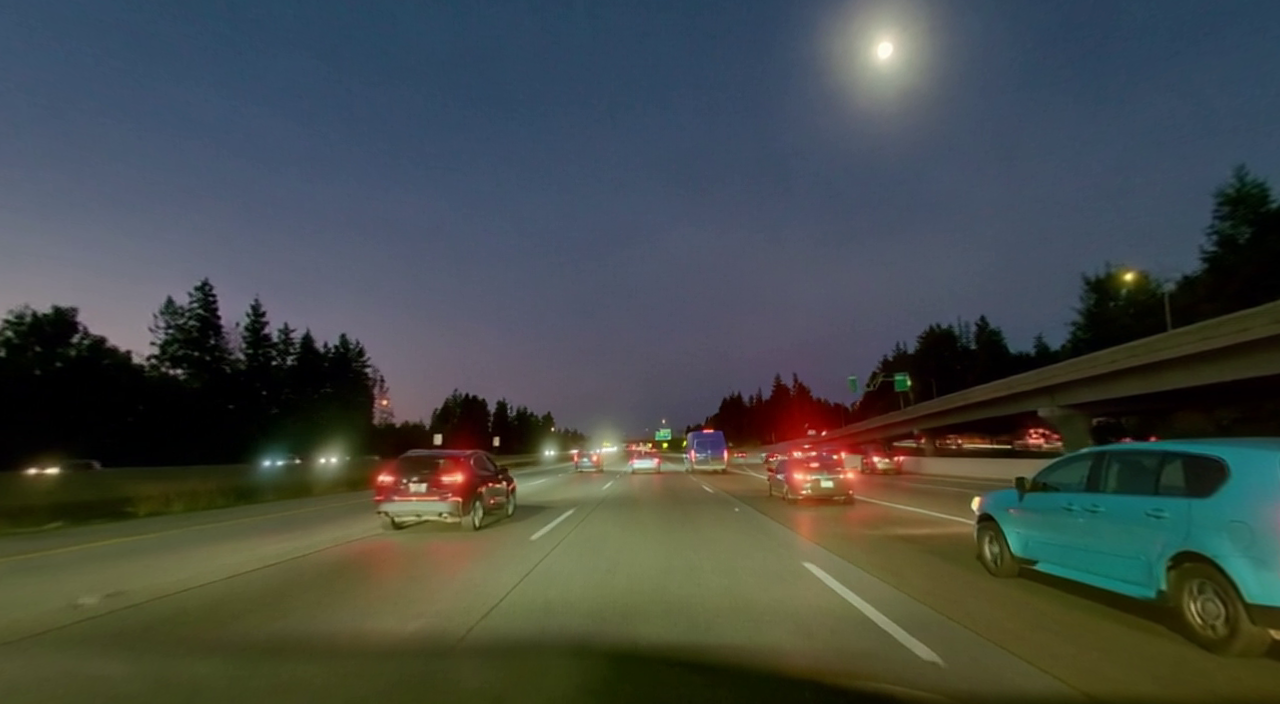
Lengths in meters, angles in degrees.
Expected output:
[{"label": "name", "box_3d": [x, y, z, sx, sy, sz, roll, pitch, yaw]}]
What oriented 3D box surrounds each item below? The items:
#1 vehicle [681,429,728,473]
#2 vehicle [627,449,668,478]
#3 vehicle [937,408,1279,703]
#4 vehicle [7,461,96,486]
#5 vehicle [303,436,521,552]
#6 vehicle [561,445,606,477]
[{"label": "vehicle", "box_3d": [4.243, 6.666, 42.659, 2.436, 2.745, 6.607, 0, -8, 0]}, {"label": "vehicle", "box_3d": [0.399, 6.152, 35.021, 2.174, 1.467, 4.005, 0, -8, 0]}, {"label": "vehicle", "box_3d": [4.179, 1.237, 4.311, 2.085, 1.558, 4.466, 0, -8, 0]}, {"label": "vehicle", "box_3d": [-40.699, 8.417, 43.802, 1.705, 1.481, 4.599, 0, -8, 1]}, {"label": "vehicle", "box_3d": [-3.521, 2.254, 10.709, 2.137, 1.562, 3.926, -1, -8, 2]}, {"label": "vehicle", "box_3d": [-3.249, 6.374, 37.146, 2.078, 1.706, 4.298, -1, -8, 2]}]
